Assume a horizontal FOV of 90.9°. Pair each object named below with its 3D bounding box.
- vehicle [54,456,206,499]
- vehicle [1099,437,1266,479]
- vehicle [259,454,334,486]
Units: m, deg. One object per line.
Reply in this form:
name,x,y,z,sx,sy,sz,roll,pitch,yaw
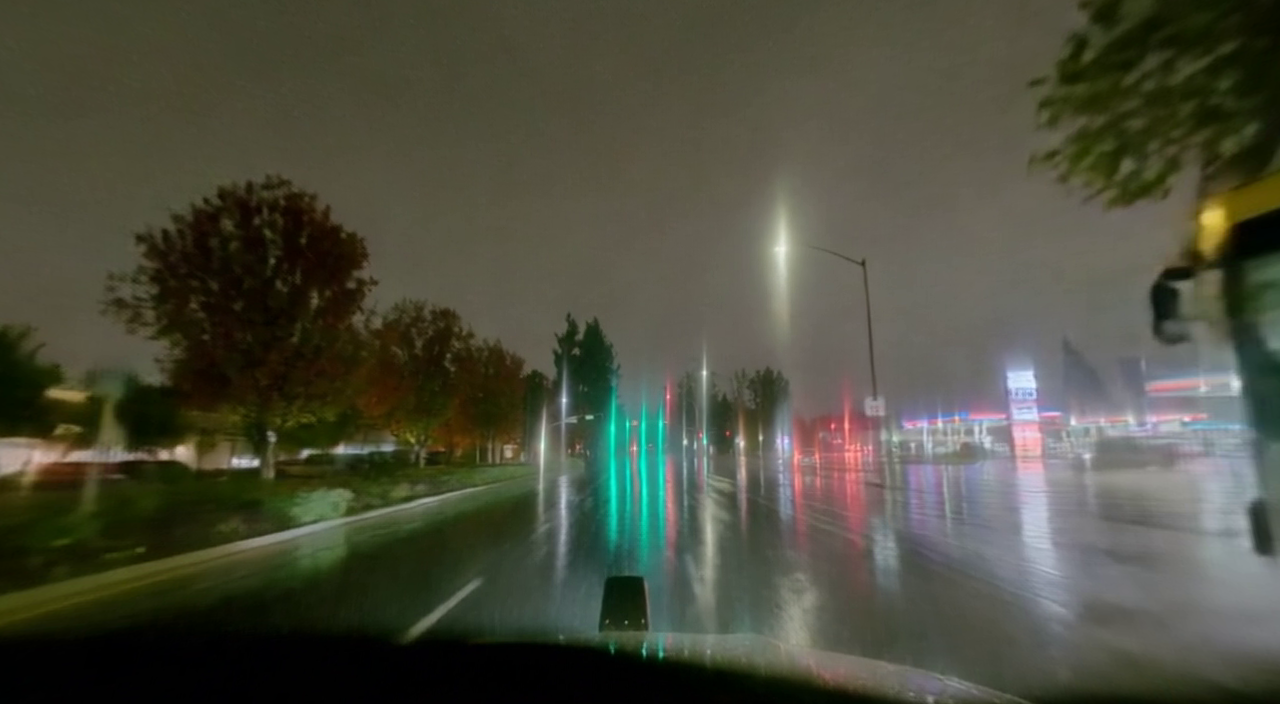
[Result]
vehicle,-21.419,5.245,26.792,2.114,1.602,4.824,-1,-9,6
vehicle,19.468,3.816,22.775,4.238,1.432,1.910,0,-9,0
vehicle,-25.100,8.605,46.118,4.386,2.004,1.991,-4,-9,-2
